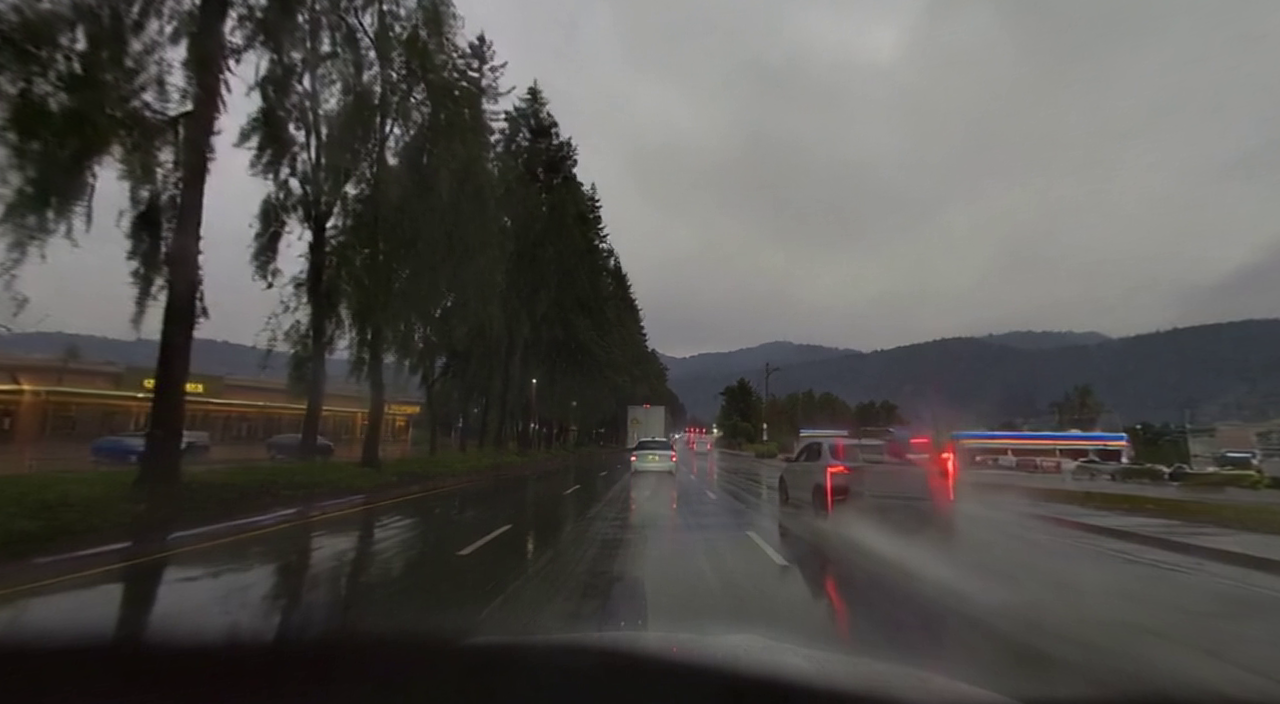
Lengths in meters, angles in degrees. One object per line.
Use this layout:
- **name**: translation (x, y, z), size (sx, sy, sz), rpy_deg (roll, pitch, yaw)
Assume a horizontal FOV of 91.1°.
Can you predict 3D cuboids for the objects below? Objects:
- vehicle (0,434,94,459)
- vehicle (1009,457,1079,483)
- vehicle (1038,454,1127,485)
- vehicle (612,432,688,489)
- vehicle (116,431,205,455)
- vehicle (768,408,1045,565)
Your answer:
- **vehicle**: translation (-35.707, 5.624, 37.272), size (4.425, 1.423, 1.949), rpy_deg (4, -9, -23)
- **vehicle**: translation (24.917, 7.261, 38.865), size (1.751, 1.439, 3.847), rpy_deg (0, -8, -1)
- **vehicle**: translation (27.438, 7.271, 39.138), size (2.108, 1.735, 4.476), rpy_deg (0, -8, -3)
- **vehicle**: translation (0.292, 3.443, 20.245), size (2.193, 1.651, 3.946), rpy_deg (0, -8, 0)
- **vehicle**: translation (-35.363, 6.731, 46.469), size (4.786, 1.697, 1.895), rpy_deg (4, -9, -24)
- **vehicle**: translation (3.372, 1.794, 9.149), size (2.010, 1.692, 4.516), rpy_deg (0, -8, 0)
